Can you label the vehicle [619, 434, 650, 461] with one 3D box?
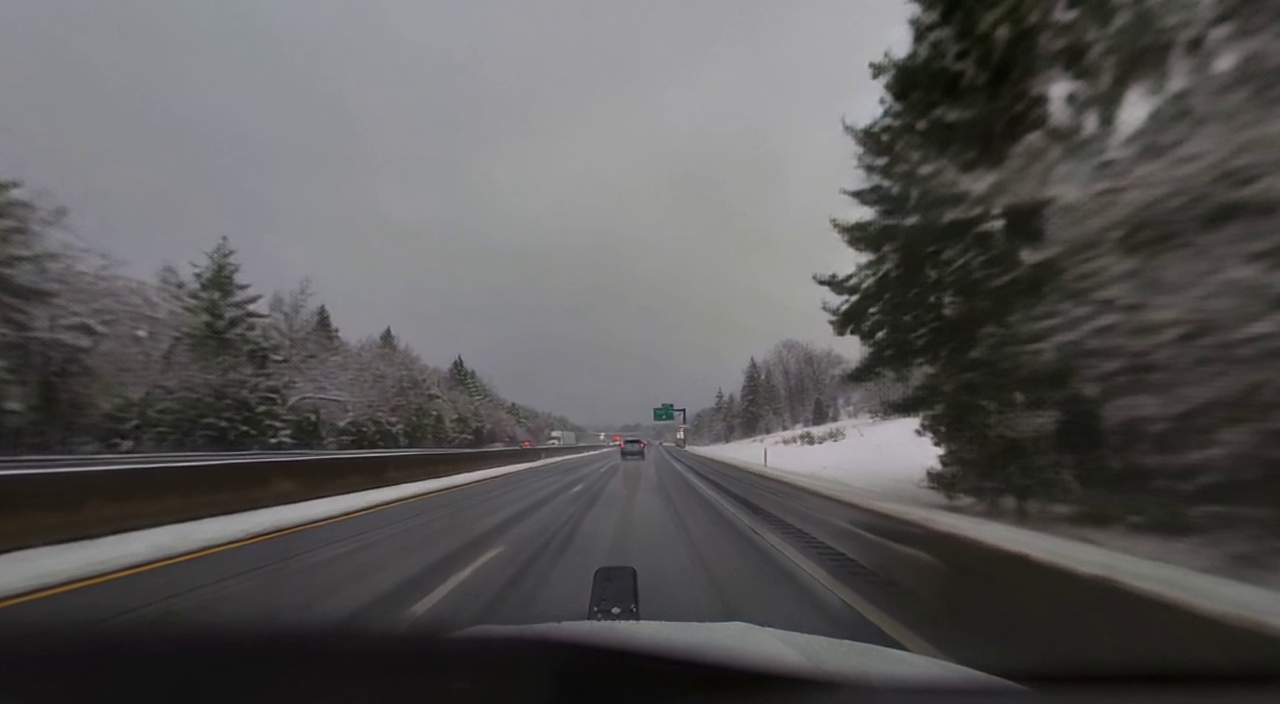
[{"bbox_3d":[-0.382,6.903,45.554,2.188,1.825,4.282,-1,-8,0],"label":"vehicle"}]
